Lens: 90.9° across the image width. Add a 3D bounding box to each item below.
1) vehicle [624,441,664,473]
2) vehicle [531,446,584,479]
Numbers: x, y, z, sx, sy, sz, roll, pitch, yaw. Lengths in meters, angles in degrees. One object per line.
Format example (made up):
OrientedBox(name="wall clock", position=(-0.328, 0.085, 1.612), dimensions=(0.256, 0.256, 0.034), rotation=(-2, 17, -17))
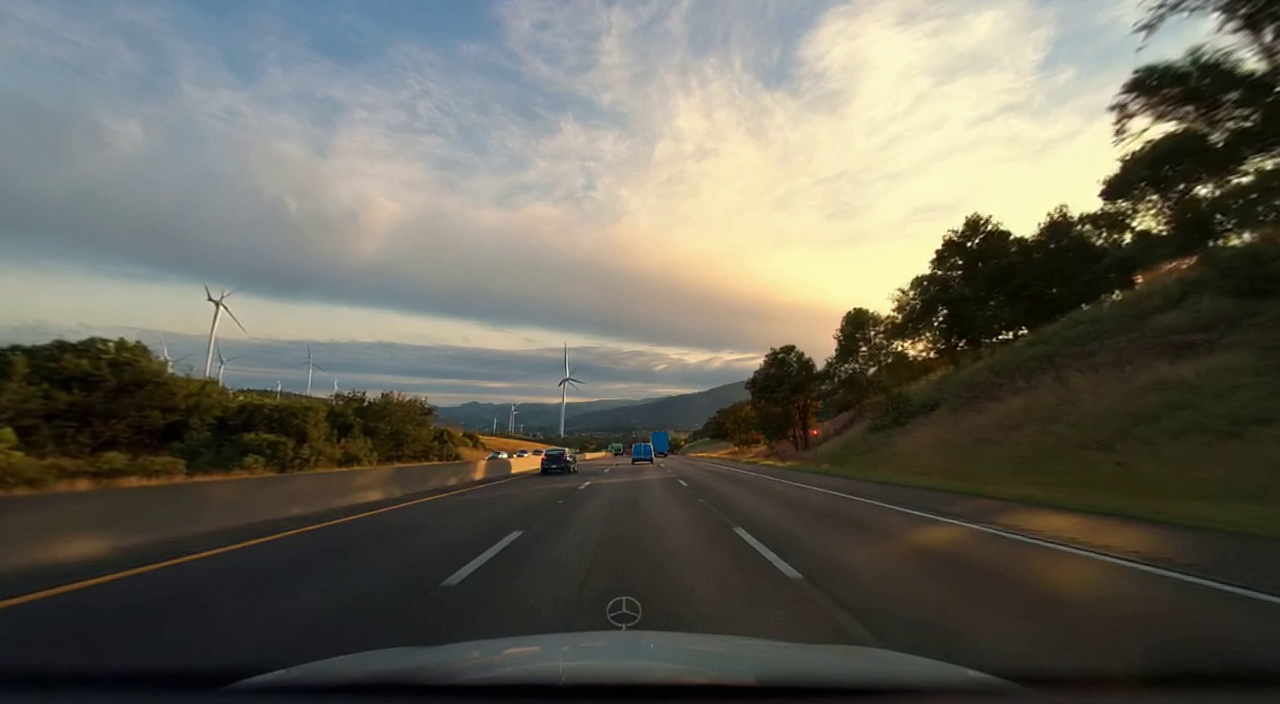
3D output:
OrientedBox(name="vehicle", position=(0.216, 5.938, 35.652), dimensions=(2.083, 1.689, 4.083), rotation=(0, -9, 0))
OrientedBox(name="vehicle", position=(-3.922, 5.330, 30.673), dimensions=(1.984, 1.491, 4.341), rotation=(0, -9, 0))
